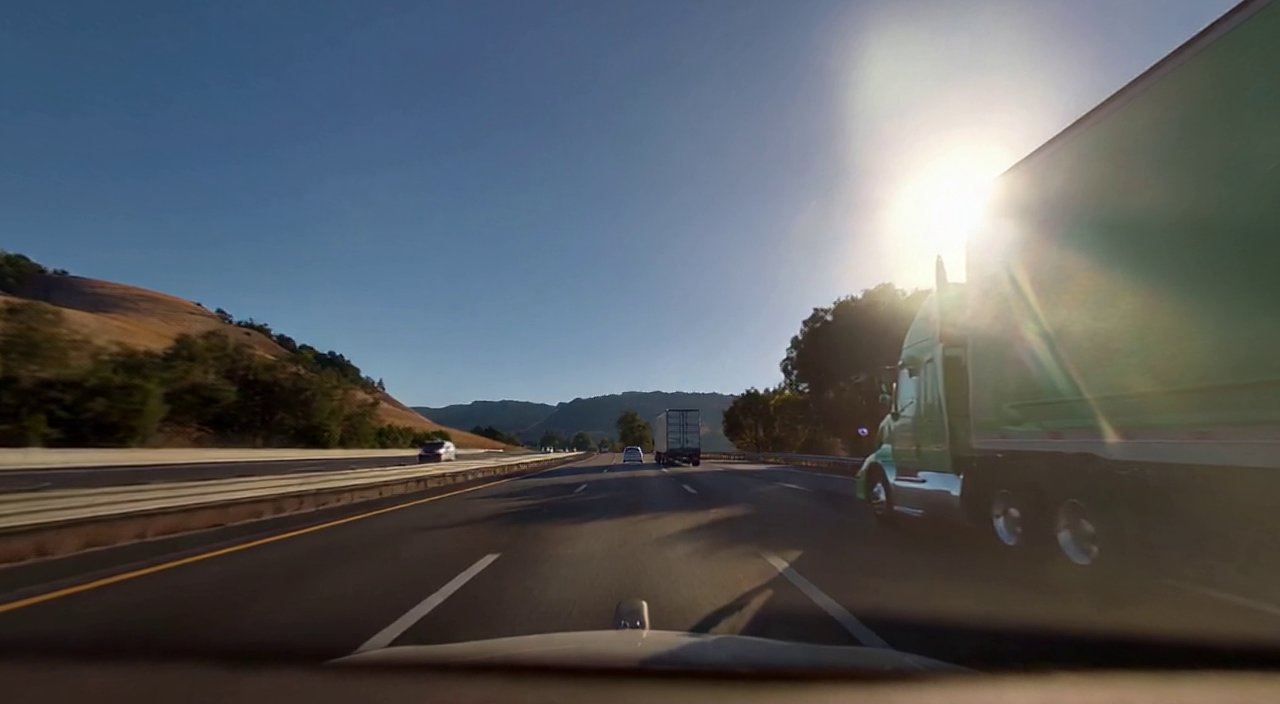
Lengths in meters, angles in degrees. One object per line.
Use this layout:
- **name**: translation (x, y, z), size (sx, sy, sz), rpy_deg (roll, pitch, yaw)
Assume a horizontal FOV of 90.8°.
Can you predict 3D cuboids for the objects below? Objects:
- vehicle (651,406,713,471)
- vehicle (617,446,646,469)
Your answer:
- **vehicle**: translation (2.853, 6.914, 49.452), size (3.462, 4.177, 16.311), rpy_deg (0, -9, -1)
- **vehicle**: translation (-0.574, 7.129, 42.714), size (1.898, 1.438, 4.053), rpy_deg (0, -9, -1)
